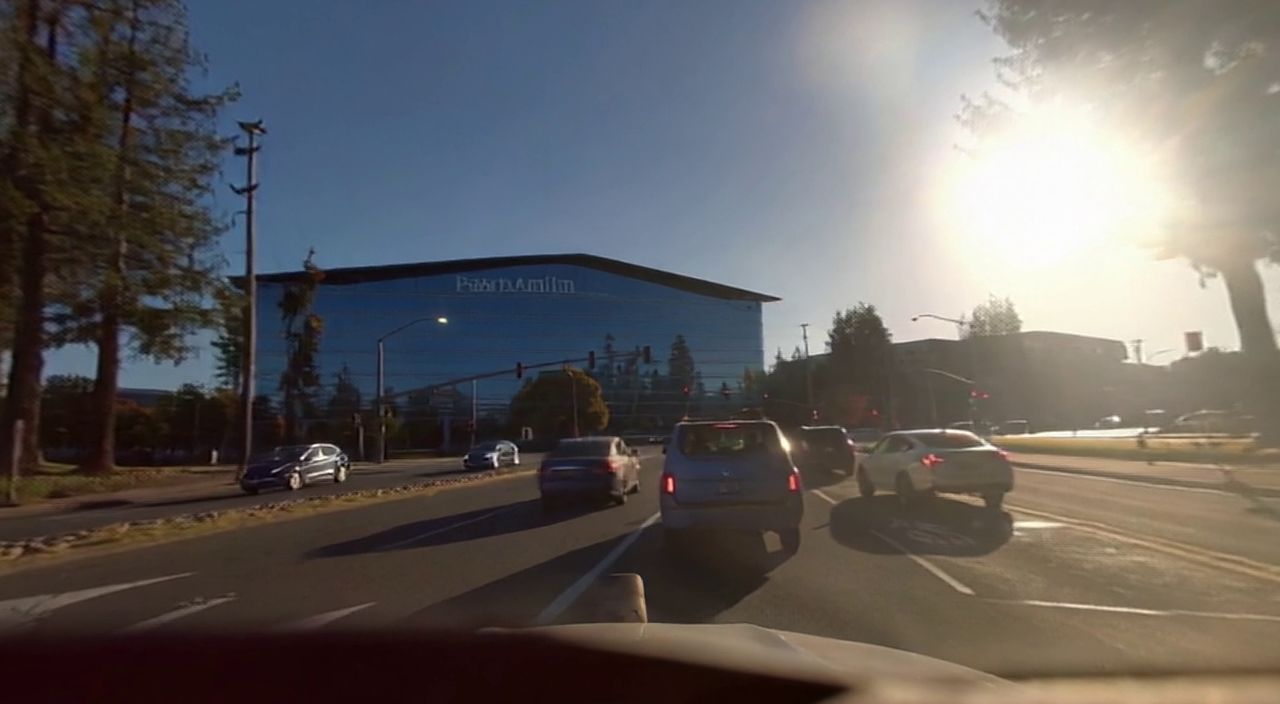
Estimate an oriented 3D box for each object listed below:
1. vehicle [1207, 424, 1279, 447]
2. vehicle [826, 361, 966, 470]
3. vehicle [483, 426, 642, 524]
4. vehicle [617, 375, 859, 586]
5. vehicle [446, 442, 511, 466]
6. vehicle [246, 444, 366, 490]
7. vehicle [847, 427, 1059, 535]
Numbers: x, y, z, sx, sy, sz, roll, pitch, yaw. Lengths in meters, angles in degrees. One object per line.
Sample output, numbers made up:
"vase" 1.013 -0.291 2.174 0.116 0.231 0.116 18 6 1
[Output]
"vehicle" 40.316 5.573 41.777 1.840 1.457 4.080 -1 -9 8
"vehicle" 10.513 2.939 27.153 2.965 3.900 9.064 -1 -9 6
"vehicle" -1.235 2.262 12.076 2.010 1.515 4.152 -1 -9 8
"vehicle" 1.195 1.505 8.099 2.188 1.892 4.488 -1 -9 8
"vehicle" -10.918 6.942 42.988 2.005 1.489 4.650 -3 -9 19
"vehicle" -13.678 4.709 26.134 2.018 1.715 4.451 -2 -9 10
"vehicle" 4.977 2.077 10.739 1.862 1.451 4.083 -1 -9 6
